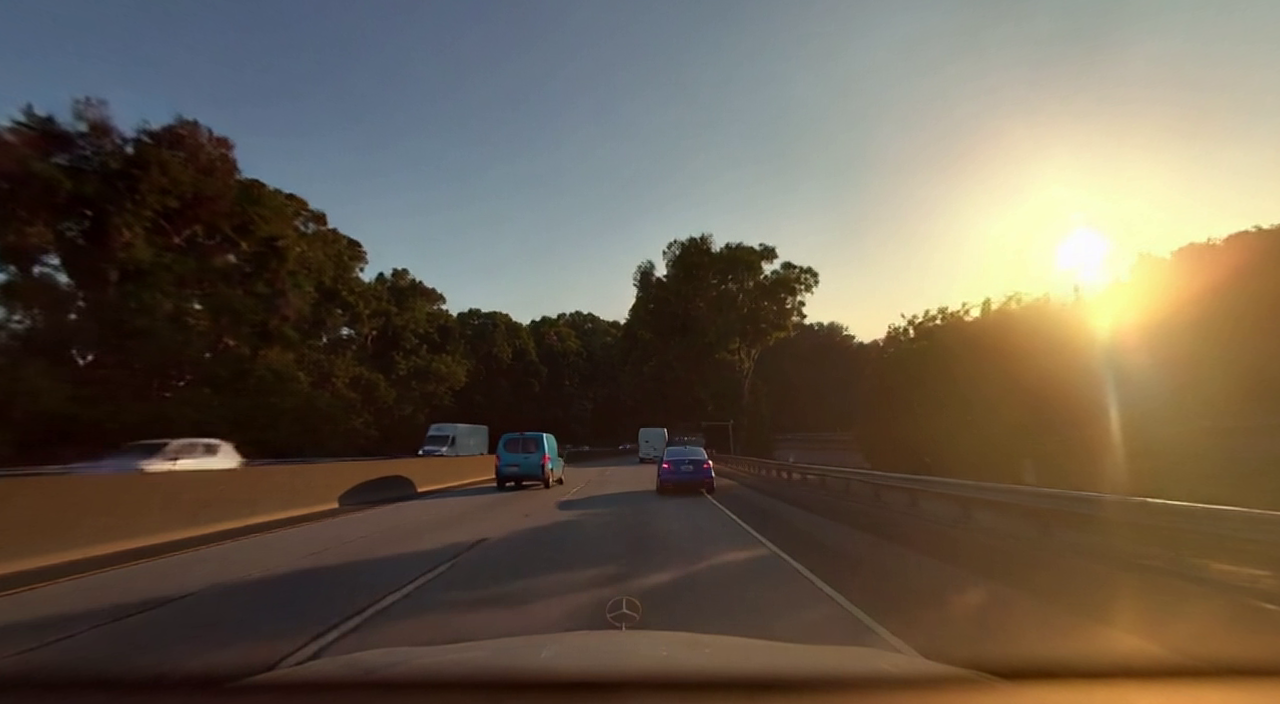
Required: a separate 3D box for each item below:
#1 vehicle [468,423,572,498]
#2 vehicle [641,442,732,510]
[{"bbox_3d":[-3.569,3.369,19.886,2.217,2.033,4.975,0,-9,1],"label":"vehicle"},{"bbox_3d":[1.029,3.033,15.847,2.012,1.485,3.649,0,-9,0],"label":"vehicle"}]
